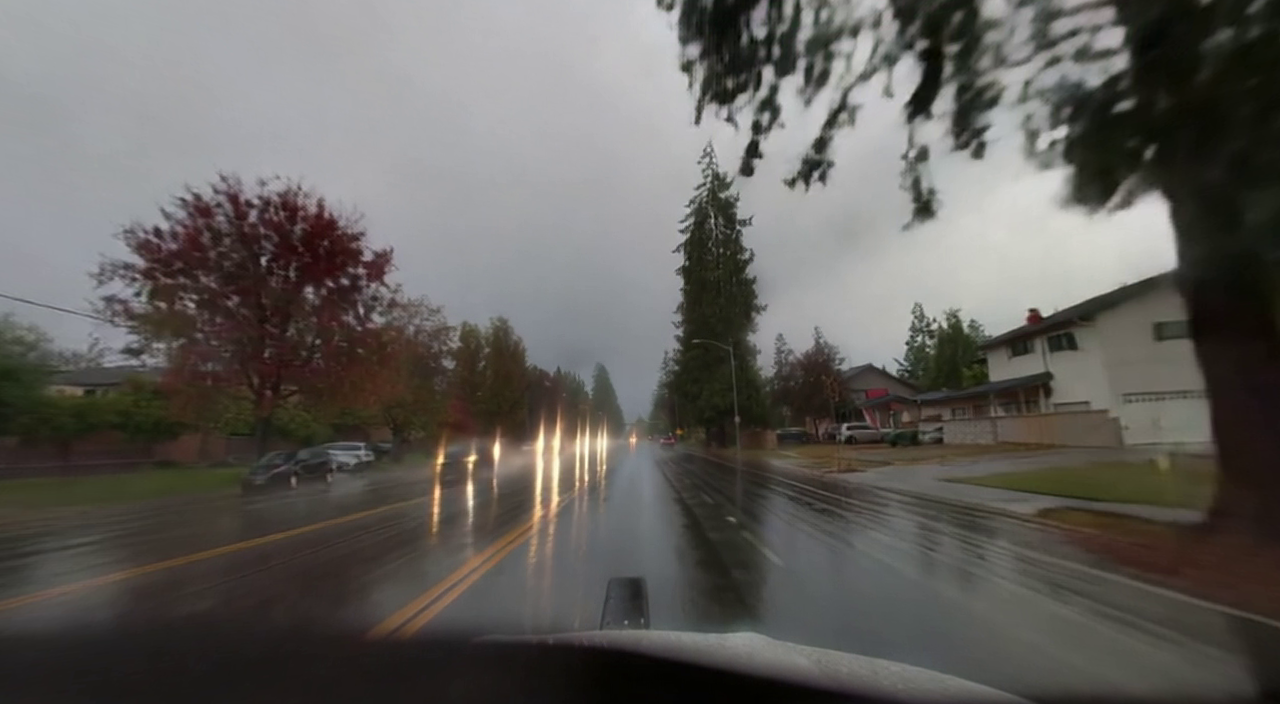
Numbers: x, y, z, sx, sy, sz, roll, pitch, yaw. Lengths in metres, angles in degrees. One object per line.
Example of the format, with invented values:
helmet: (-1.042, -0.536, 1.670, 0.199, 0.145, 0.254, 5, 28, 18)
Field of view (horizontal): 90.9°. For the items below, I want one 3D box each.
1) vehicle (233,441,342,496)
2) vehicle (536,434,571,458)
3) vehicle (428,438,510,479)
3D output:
vehicle: (-14.525, 4.760, 26.335, 2.058, 1.779, 4.768, -3, -6, -3)
vehicle: (-6.622, 7.210, 48.663, 2.000, 1.738, 4.251, -1, -8, 2)
vehicle: (-6.709, 4.217, 25.283, 1.975, 1.481, 4.318, -1, -8, 2)
